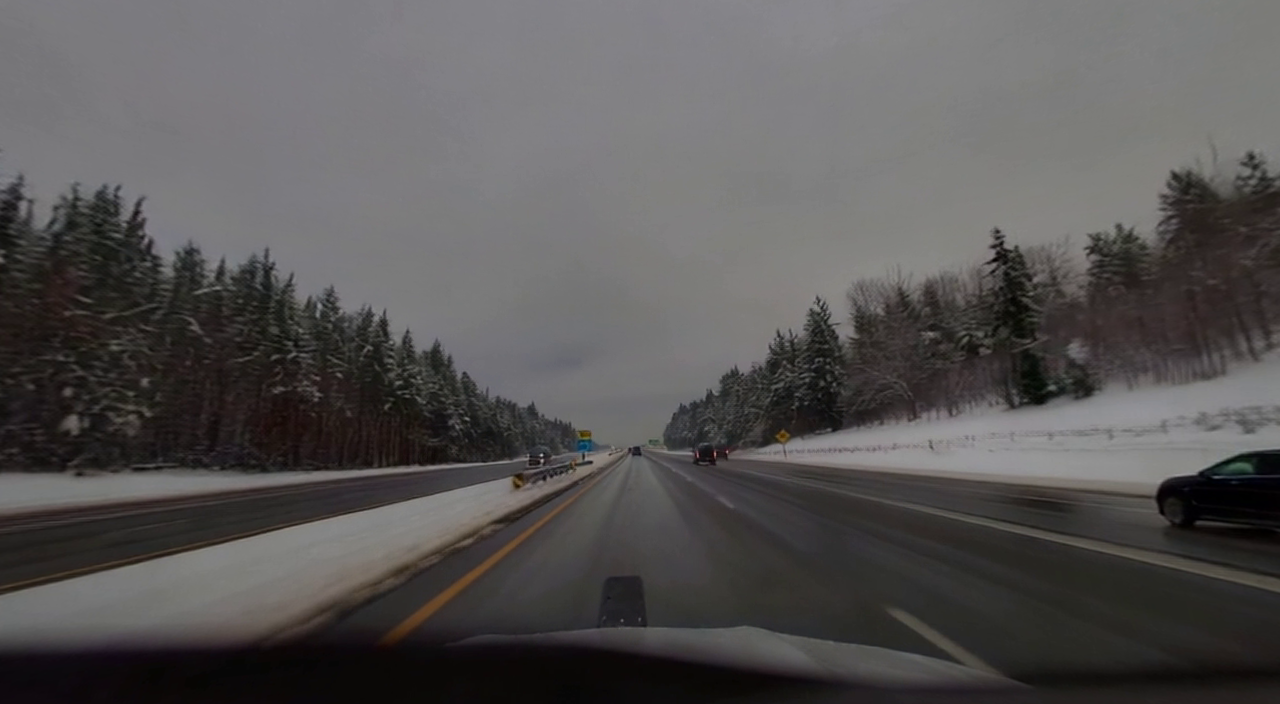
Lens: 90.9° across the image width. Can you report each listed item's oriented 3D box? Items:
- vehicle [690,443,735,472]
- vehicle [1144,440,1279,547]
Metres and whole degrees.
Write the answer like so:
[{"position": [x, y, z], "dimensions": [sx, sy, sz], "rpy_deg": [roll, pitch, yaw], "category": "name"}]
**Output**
[{"position": [4.218, 6.246, 37.456], "dimensions": [2.058, 1.605, 4.116], "rpy_deg": [0, -9, -2], "category": "vehicle"}, {"position": [9.353, 1.891, 8.488], "dimensions": [1.926, 1.386, 3.719], "rpy_deg": [0, -9, -3], "category": "vehicle"}]
